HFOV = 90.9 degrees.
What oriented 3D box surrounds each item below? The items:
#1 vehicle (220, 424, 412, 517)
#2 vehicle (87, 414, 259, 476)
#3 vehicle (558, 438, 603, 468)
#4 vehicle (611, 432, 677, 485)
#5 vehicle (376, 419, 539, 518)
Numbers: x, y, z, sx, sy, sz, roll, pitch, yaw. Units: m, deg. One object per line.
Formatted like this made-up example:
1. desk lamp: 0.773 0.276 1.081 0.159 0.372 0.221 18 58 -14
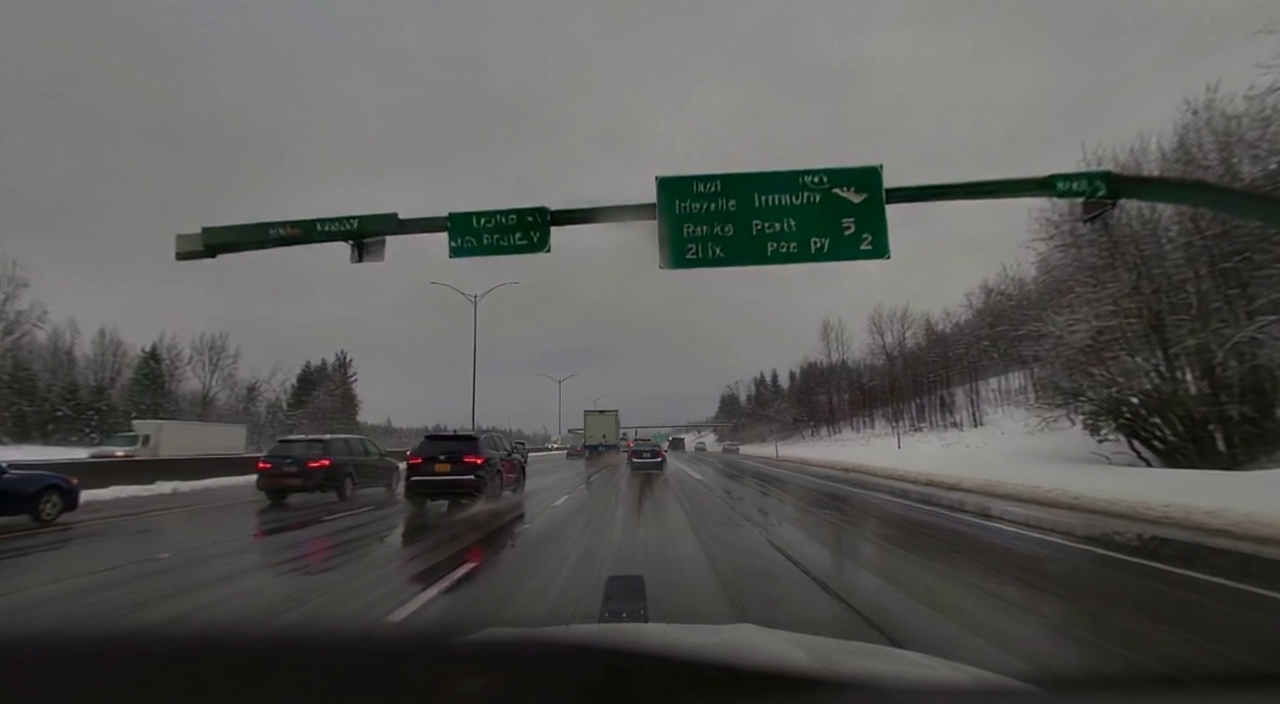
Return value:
1. vehicle: -6.967 2.572 14.207 1.998 1.770 4.222 0 -8 1
2. vehicle: -27.949 5.687 38.652 2.909 3.253 9.778 0 -8 1
3. vehicle: -3.490 6.020 37.822 2.243 1.683 4.178 0 -8 1
4. vehicle: 0.172 3.785 22.769 2.180 1.716 3.920 0 -8 1
5. vehicle: -3.741 2.477 13.923 2.125 1.792 4.466 0 -8 2
